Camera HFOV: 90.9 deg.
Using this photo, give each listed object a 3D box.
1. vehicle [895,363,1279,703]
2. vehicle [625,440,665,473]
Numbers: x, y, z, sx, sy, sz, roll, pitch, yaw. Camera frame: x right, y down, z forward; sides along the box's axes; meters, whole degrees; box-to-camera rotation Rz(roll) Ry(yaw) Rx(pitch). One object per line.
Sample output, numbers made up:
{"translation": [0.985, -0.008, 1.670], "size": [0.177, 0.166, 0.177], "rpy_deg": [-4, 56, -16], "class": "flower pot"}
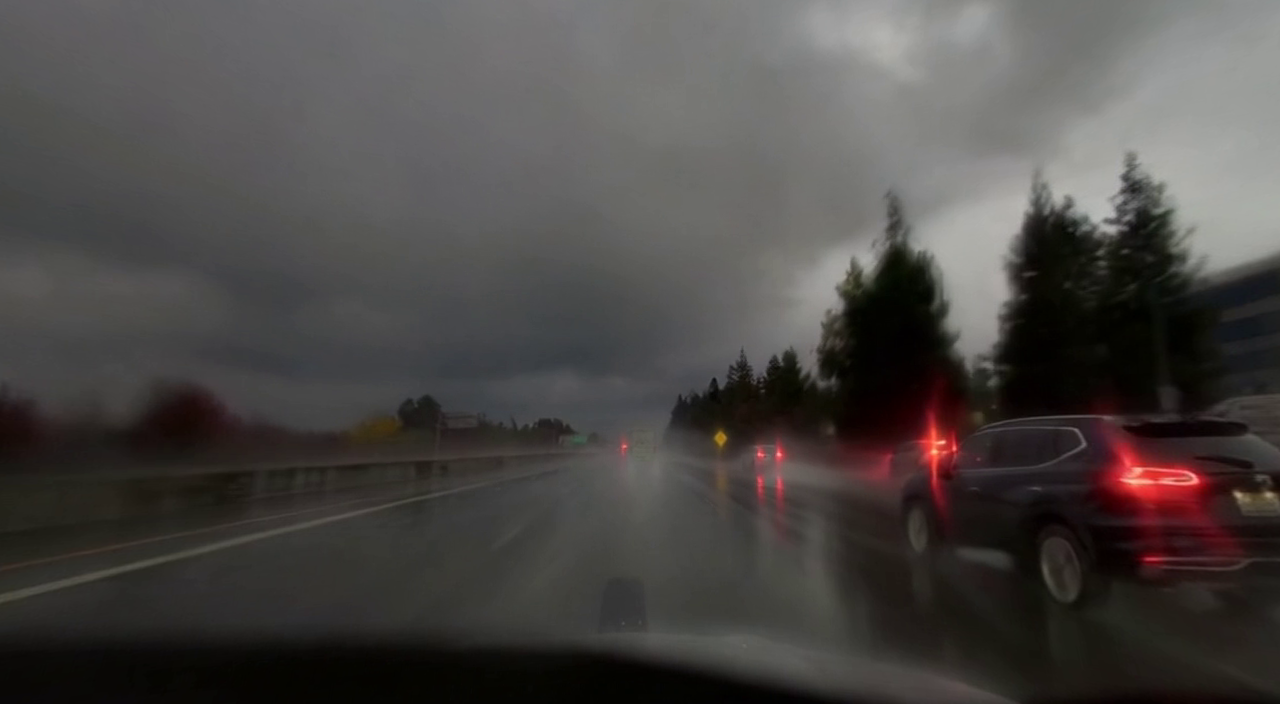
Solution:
{"translation": [4.024, 1.158, 4.867], "size": [2.008, 1.595, 5.082], "rpy_deg": [0, -9, 1], "class": "vehicle"}
{"translation": [0.256, 5.682, 34.410], "size": [2.015, 1.639, 4.086], "rpy_deg": [0, -9, 0], "class": "vehicle"}
